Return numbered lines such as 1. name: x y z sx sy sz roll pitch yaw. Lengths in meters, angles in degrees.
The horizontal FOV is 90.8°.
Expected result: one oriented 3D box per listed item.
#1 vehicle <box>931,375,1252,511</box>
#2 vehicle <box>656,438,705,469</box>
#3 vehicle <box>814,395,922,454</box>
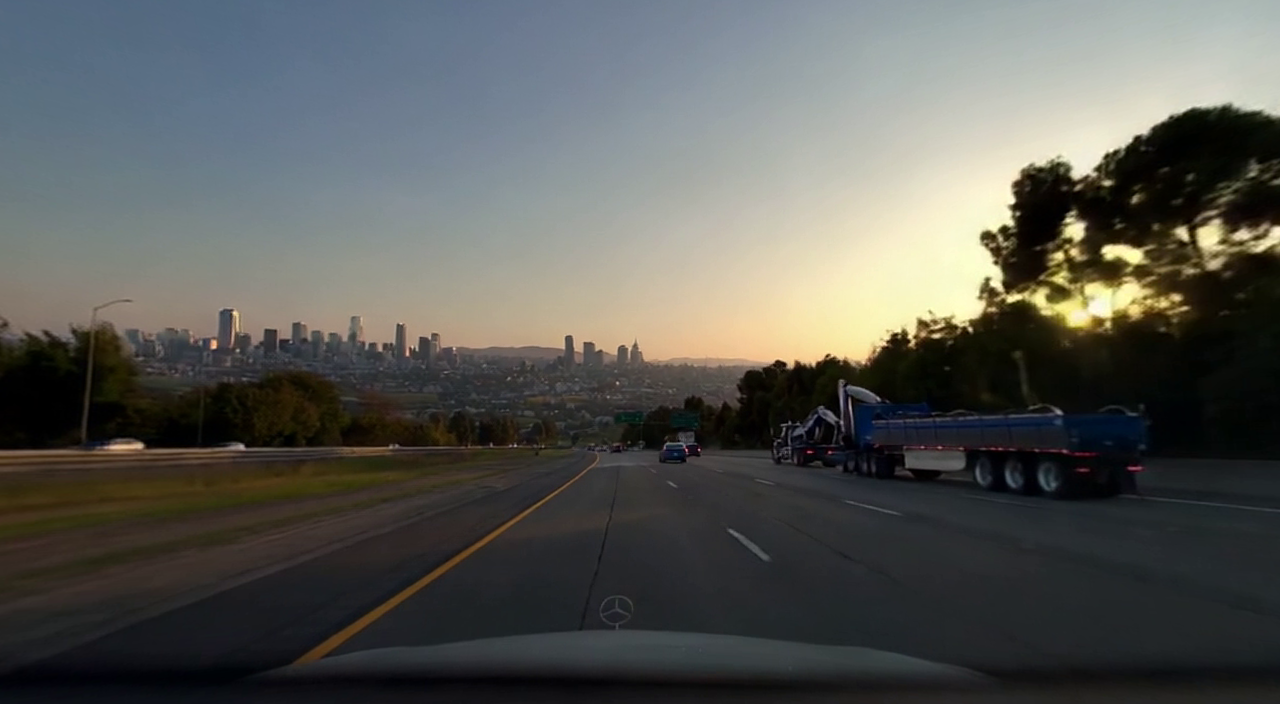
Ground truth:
1. vehicle: 10.504 2.286 15.971 2.873 2.663 6.922 0 -8 -1
2. vehicle: 2.300 5.922 37.108 2.305 1.729 4.526 1 -8 -3
3. vehicle: 13.261 4.383 37.458 3.476 3.195 6.407 1 -8 -5
